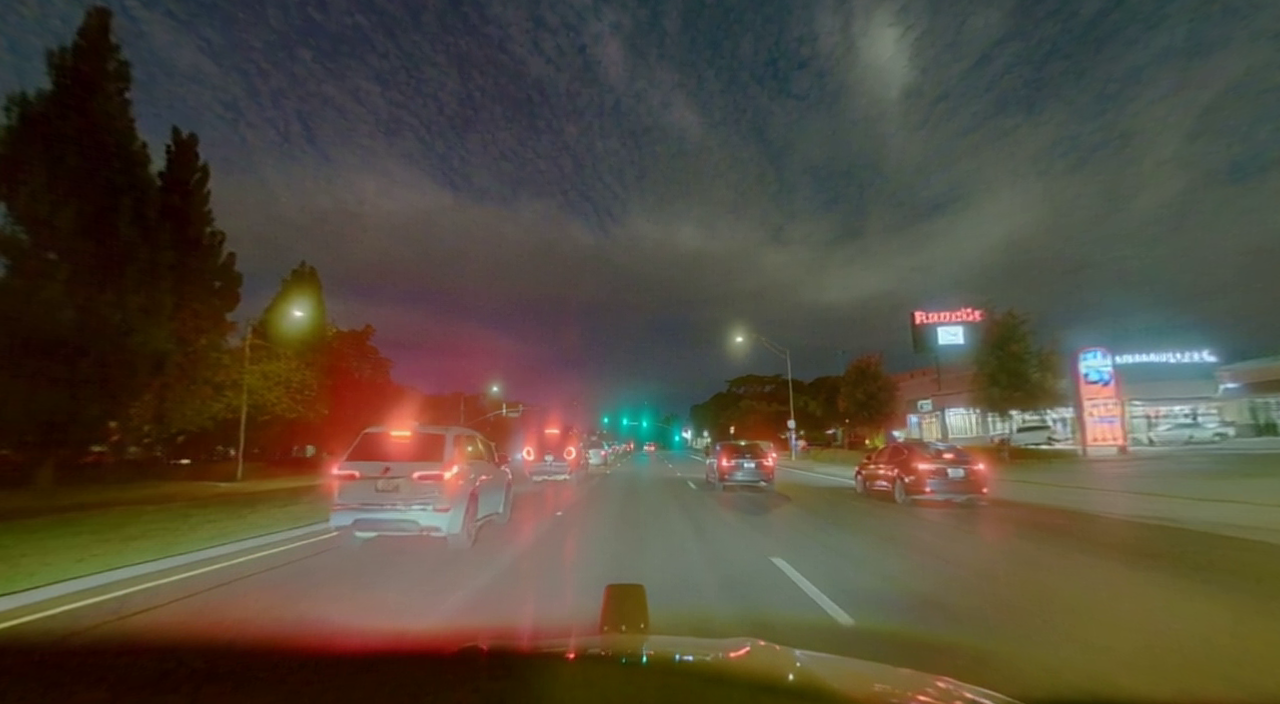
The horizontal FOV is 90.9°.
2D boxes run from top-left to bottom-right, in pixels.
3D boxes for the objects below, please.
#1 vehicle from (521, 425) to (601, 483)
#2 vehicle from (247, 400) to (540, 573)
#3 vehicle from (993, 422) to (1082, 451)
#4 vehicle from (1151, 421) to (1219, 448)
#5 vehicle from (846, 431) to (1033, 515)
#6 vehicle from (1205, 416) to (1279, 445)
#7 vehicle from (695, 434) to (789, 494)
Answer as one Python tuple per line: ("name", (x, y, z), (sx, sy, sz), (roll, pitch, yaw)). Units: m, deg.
("vehicle", (-2.605, 3.508, 21.869), (2.117, 1.799, 4.442), (0, -9, 1))
("vehicle", (-2.829, 1.676, 8.587), (2.141, 1.719, 4.379), (0, -9, 1))
("vehicle", (29.820, 6.387, 47.437), (2.209, 1.864, 5.044), (2, -11, -28))
("vehicle", (30.977, 4.749, 35.966), (1.787, 1.423, 4.347), (-4, -10, 26))
("vehicle", (6.373, 2.618, 14.188), (1.881, 1.540, 4.750), (0, -9, 0))
("vehicle", (33.922, 4.440, 35.399), (1.983, 1.520, 4.391), (-3, -9, 25))
("vehicle", (2.817, 3.207, 18.374), (2.004, 1.512, 4.206), (0, -9, 0))
